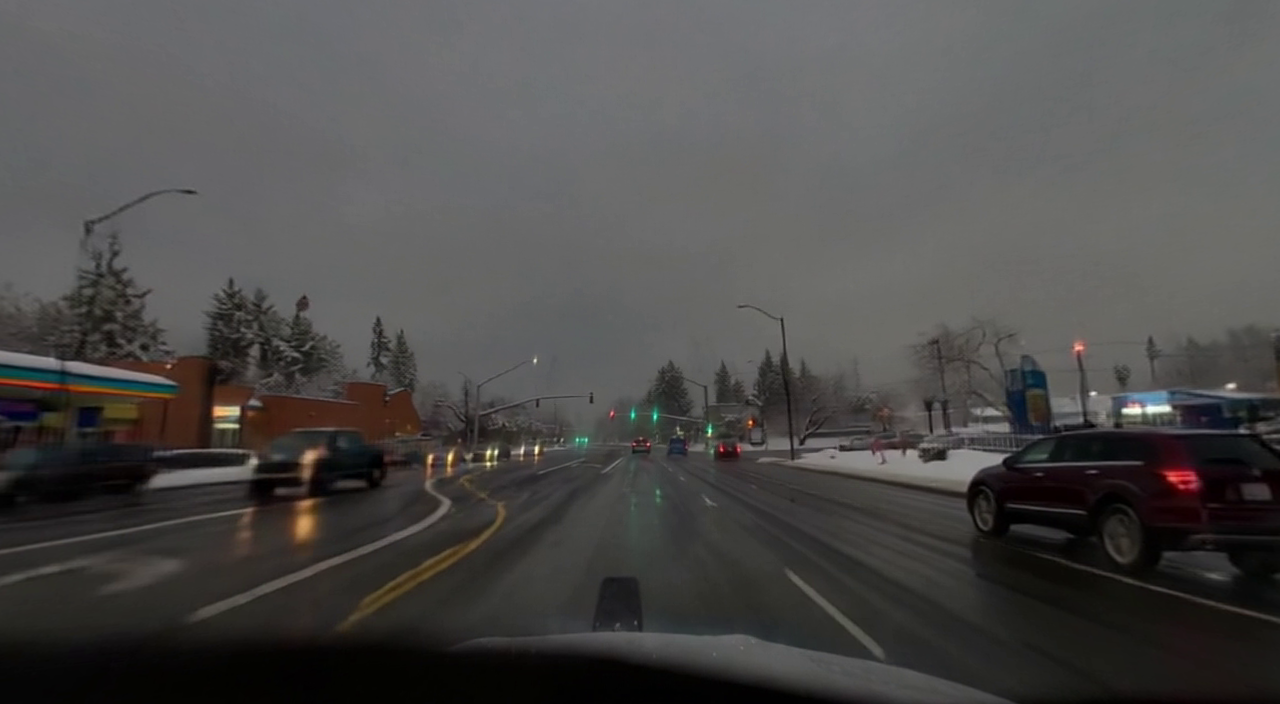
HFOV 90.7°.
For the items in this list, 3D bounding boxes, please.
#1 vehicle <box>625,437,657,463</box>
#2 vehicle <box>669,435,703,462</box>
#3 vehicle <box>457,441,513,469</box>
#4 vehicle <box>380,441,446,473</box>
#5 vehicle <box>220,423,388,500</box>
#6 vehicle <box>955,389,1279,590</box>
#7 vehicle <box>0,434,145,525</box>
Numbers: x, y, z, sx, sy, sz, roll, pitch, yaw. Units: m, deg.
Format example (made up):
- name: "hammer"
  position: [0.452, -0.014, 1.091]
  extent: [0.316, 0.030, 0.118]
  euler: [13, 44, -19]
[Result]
- name: "vehicle"
  position: [0.080, 6.820, 44.087]
  extent: [2.177, 1.754, 3.815]
  euler: [0, -8, 1]
- name: "vehicle"
  position: [3.468, 7.419, 48.701]
  extent: [2.190, 1.913, 5.174]
  euler: [0, -8, 0]
- name: "vehicle"
  position: [-9.238, 6.188, 38.168]
  extent: [2.042, 1.555, 4.748]
  euler: [0, -8, 1]
- name: "vehicle"
  position: [-12.447, 5.762, 34.998]
  extent: [1.972, 1.590, 4.370]
  euler: [0, -8, 1]
- name: "vehicle"
  position: [-9.305, 3.065, 18.151]
  extent: [2.169, 1.910, 4.745]
  euler: [0, -8, 0]
- name: "vehicle"
  position: [6.440, 1.602, 8.257]
  extent: [2.066, 1.807, 4.893]
  euler: [0, -8, -1]
- name: "vehicle"
  position: [-12.833, 2.536, 12.933]
  extent: [1.897, 1.683, 4.307]
  euler: [0, -8, 0]
